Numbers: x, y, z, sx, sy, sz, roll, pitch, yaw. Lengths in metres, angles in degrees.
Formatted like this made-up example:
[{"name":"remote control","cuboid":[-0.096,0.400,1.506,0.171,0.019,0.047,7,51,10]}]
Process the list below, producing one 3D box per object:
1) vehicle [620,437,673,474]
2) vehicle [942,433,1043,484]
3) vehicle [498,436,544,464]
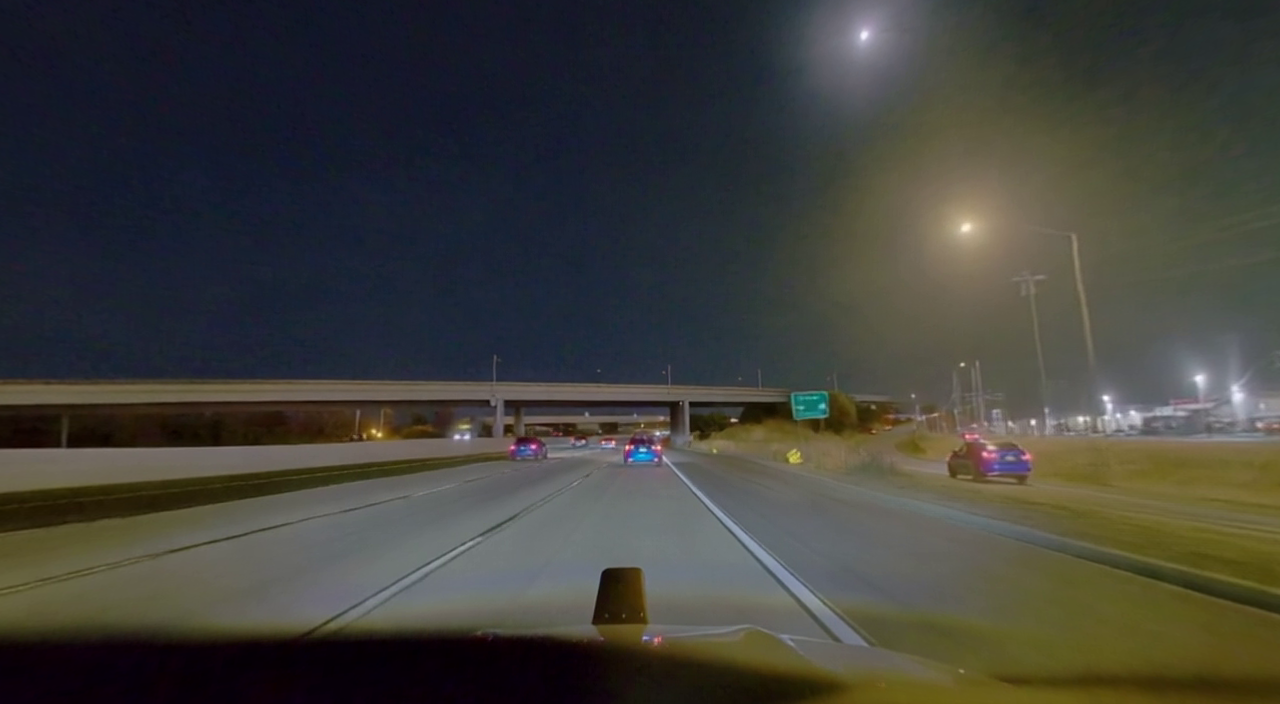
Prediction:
[{"name":"vehicle","cuboid":[0.231,4.486,27.556,2.145,1.493,4.146,1,-8,-1]},{"name":"vehicle","cuboid":[13.938,4.199,25.259,2.095,1.674,4.530,3,-8,10]},{"name":"vehicle","cuboid":[-7.716,6.412,41.380,2.067,1.682,4.388,0,-8,1]}]
